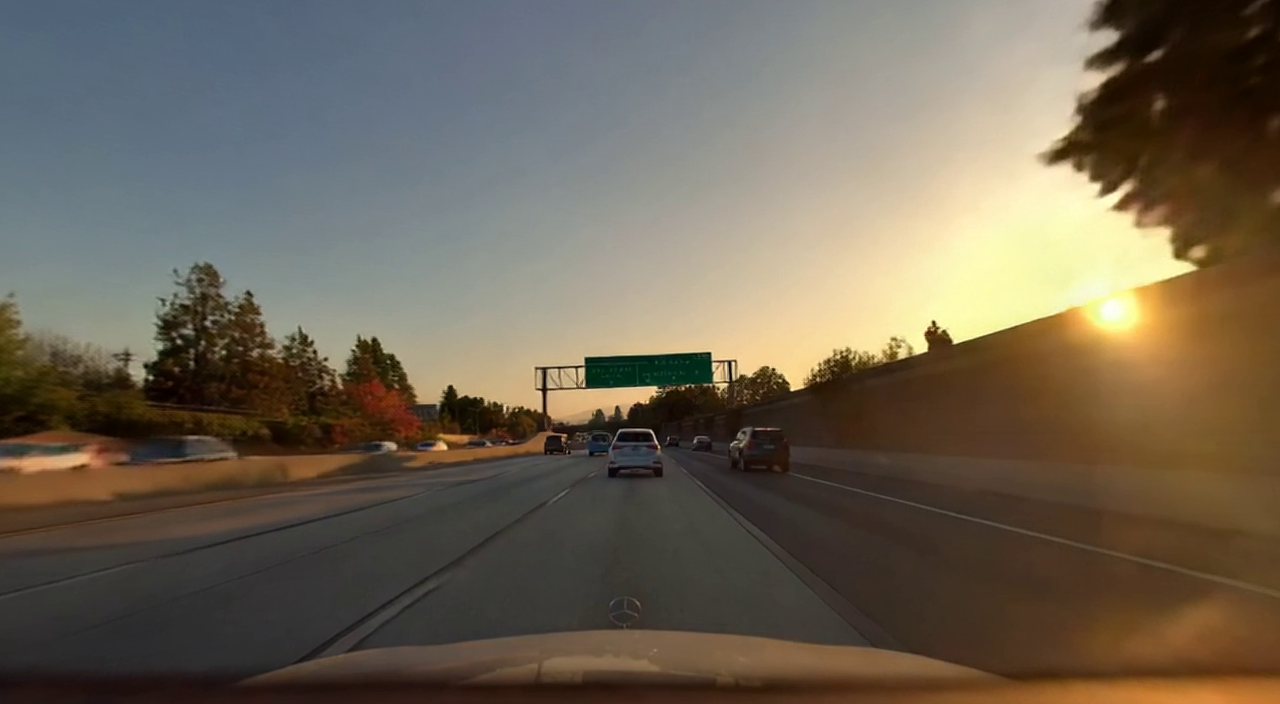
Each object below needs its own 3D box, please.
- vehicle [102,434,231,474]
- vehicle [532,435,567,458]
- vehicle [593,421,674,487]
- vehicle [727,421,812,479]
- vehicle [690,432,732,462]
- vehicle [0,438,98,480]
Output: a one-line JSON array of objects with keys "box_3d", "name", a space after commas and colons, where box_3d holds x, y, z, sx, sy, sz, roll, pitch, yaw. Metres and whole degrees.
[{"box_3d": [-21.861, 4.735, 29.462, 2.109, 1.685, 5.009, 0, -9, 1], "name": "vehicle"}, {"box_3d": [-7.017, 7.381, 49.111, 2.024, 1.706, 4.249, 0, -9, 1], "name": "vehicle"}, {"box_3d": [-0.171, 3.124, 19.483, 2.233, 1.804, 4.273, 0, -9, 0], "name": "vehicle"}, {"box_3d": [4.439, 3.456, 22.275, 2.017, 1.847, 4.299, 0, -9, -1], "name": "vehicle"}, {"box_3d": [4.133, 5.605, 37.311, 2.001, 1.651, 3.916, 0, -9, 0], "name": "vehicle"}, {"box_3d": [-29.231, 5.013, 29.802, 2.136, 1.808, 5.688, 0, -9, 0], "name": "vehicle"}]
